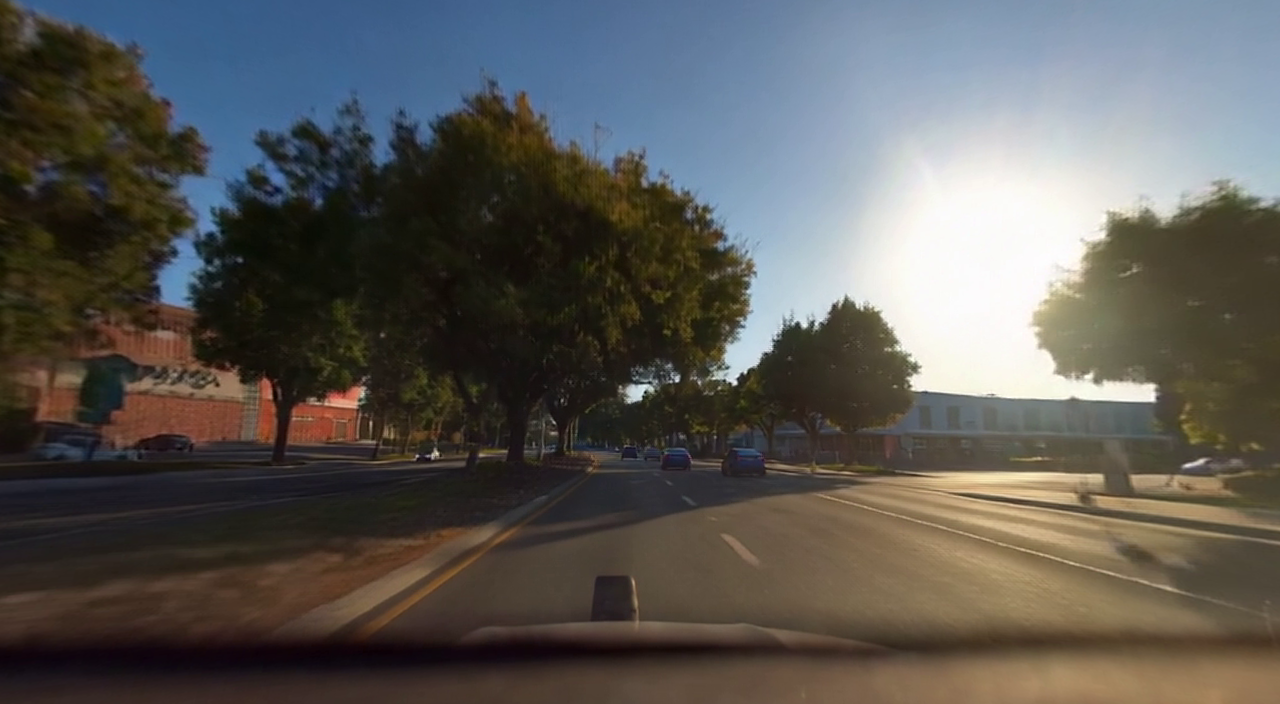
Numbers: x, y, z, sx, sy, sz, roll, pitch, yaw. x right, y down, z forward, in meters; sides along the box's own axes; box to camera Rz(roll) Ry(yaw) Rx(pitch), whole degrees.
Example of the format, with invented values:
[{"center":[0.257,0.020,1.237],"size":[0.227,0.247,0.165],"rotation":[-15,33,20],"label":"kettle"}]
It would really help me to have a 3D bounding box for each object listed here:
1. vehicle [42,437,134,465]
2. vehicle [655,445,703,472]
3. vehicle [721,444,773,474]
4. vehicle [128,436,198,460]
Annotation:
[{"center":[-30.956,5.554,35.446],"size":[1.752,1.458,3.987],"rotation":[1,-9,-5],"label":"vehicle"},{"center":[2.152,6.044,35.967],"size":[2.256,1.451,4.313],"rotation":[1,-9,-3],"label":"vehicle"},{"center":[5.755,5.825,34.467],"size":[1.886,1.528,4.169],"rotation":[1,-9,-3],"label":"vehicle"},{"center":[-35.641,7.196,47.203],"size":[1.913,1.702,4.873],"rotation":[1,-9,-8],"label":"vehicle"}]
